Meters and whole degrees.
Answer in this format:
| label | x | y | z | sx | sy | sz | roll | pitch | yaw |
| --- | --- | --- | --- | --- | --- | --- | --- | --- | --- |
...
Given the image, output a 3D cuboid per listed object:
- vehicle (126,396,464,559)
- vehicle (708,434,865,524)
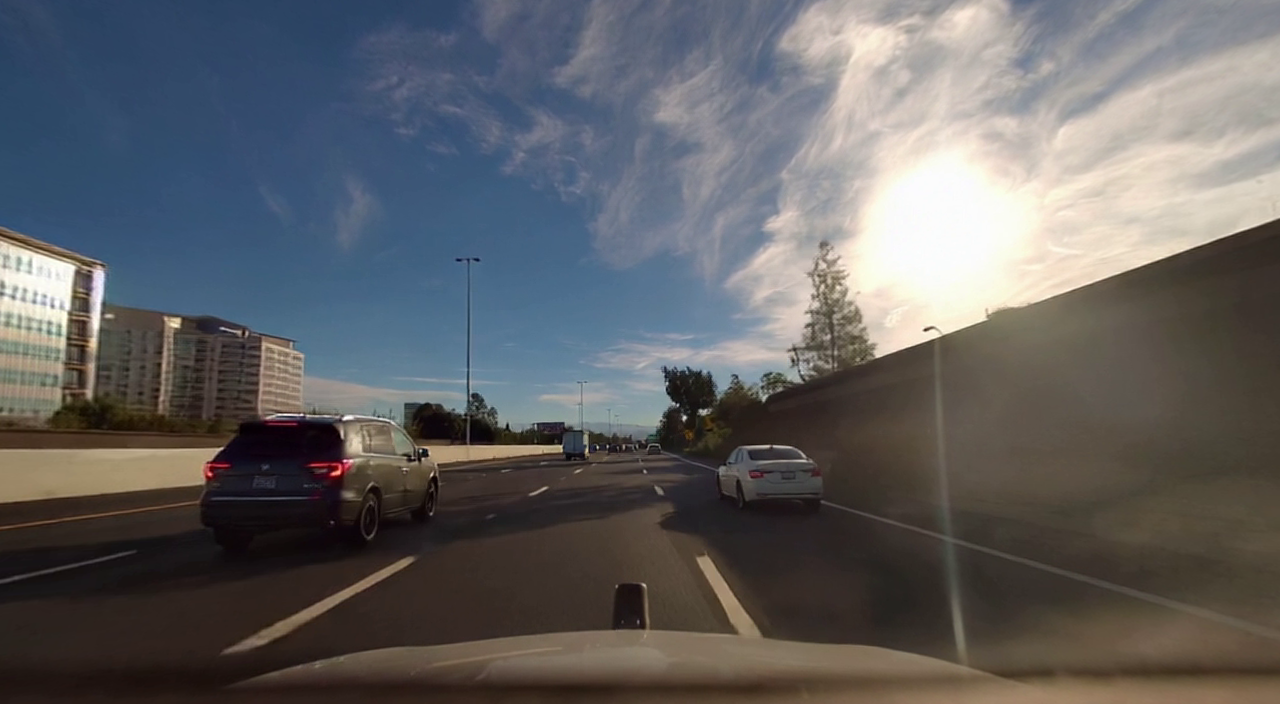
| label | x | y | z | sx | sy | sz | roll | pitch | yaw |
| --- | --- | --- | --- | --- | --- | --- | --- | --- | --- |
| vehicle | -4.773 | 1.876 | 10.125 | 2.285 | 1.853 | 5.564 | 0 | -9 | 0 |
| vehicle | 2.794 | 2.568 | 13.328 | 2.047 | 1.532 | 4.884 | 1 | -9 | -1 |
